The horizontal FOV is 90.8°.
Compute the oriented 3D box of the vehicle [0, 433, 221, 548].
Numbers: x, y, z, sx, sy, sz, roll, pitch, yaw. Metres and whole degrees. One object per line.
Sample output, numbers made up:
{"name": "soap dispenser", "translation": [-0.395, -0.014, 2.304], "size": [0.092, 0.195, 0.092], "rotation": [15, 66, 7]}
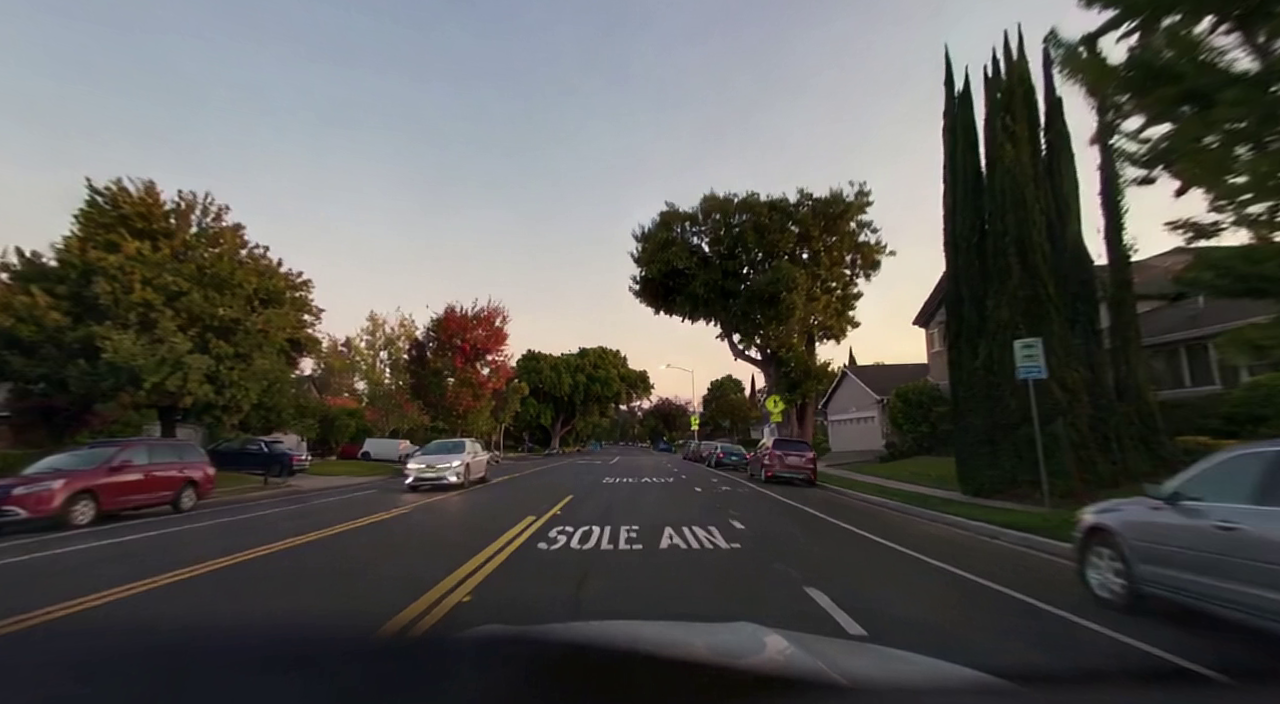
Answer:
{"name": "vehicle", "translation": [-11.199, 2.634, 12.833], "size": [2.065, 1.869, 4.806], "rotation": [0, -8, -1]}

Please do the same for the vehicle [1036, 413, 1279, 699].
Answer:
{"name": "vehicle", "translation": [4.842, 1.172, 3.577], "size": [2.251, 1.639, 4.353], "rotation": [1, -8, -2]}

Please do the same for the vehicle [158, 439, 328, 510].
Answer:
{"name": "vehicle", "translation": [-11.157, 3.438, 18.274], "size": [1.917, 1.763, 4.557], "rotation": [0, -8, 0]}

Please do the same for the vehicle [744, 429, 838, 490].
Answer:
{"name": "vehicle", "translation": [5.029, 3.632, 21.682], "size": [2.087, 1.869, 4.159], "rotation": [0, -8, -1]}

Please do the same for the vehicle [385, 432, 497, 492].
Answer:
{"name": "vehicle", "translation": [-6.307, 3.535, 20.662], "size": [2.166, 1.734, 4.551], "rotation": [0, -8, 0]}
